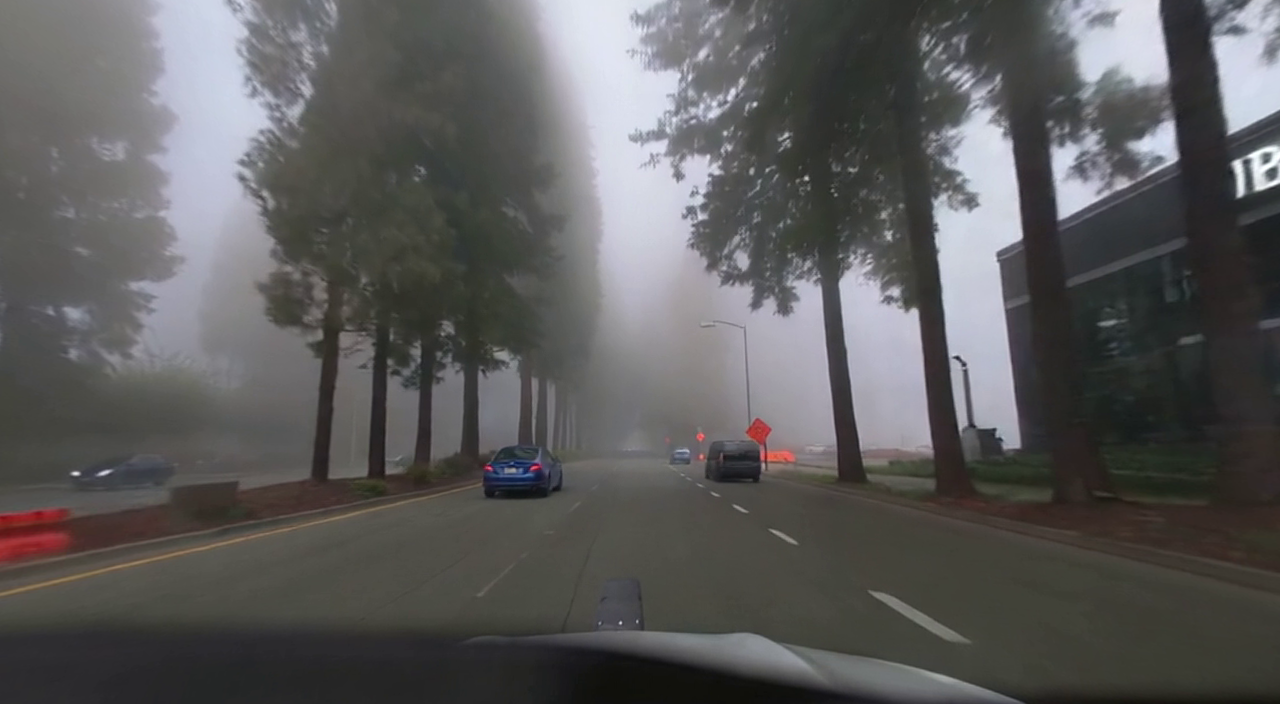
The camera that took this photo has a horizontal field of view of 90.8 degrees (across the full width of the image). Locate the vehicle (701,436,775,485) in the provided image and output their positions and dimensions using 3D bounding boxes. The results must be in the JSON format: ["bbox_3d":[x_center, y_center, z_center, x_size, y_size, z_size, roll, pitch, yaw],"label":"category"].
[{"bbox_3d":[3.875,4.405,25.903,2.159,1.793,4.735,0,-9,-1],"label":"vehicle"}]

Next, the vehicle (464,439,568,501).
[{"bbox_3d":[-3.225,3.184,17.323,2.020,1.474,4.098,0,-9,0],"label":"vehicle"}]

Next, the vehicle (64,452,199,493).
[{"bbox_3d":[-21.956,5.171,27.602,1.996,1.605,4.671,0,-9,0],"label":"vehicle"}]
